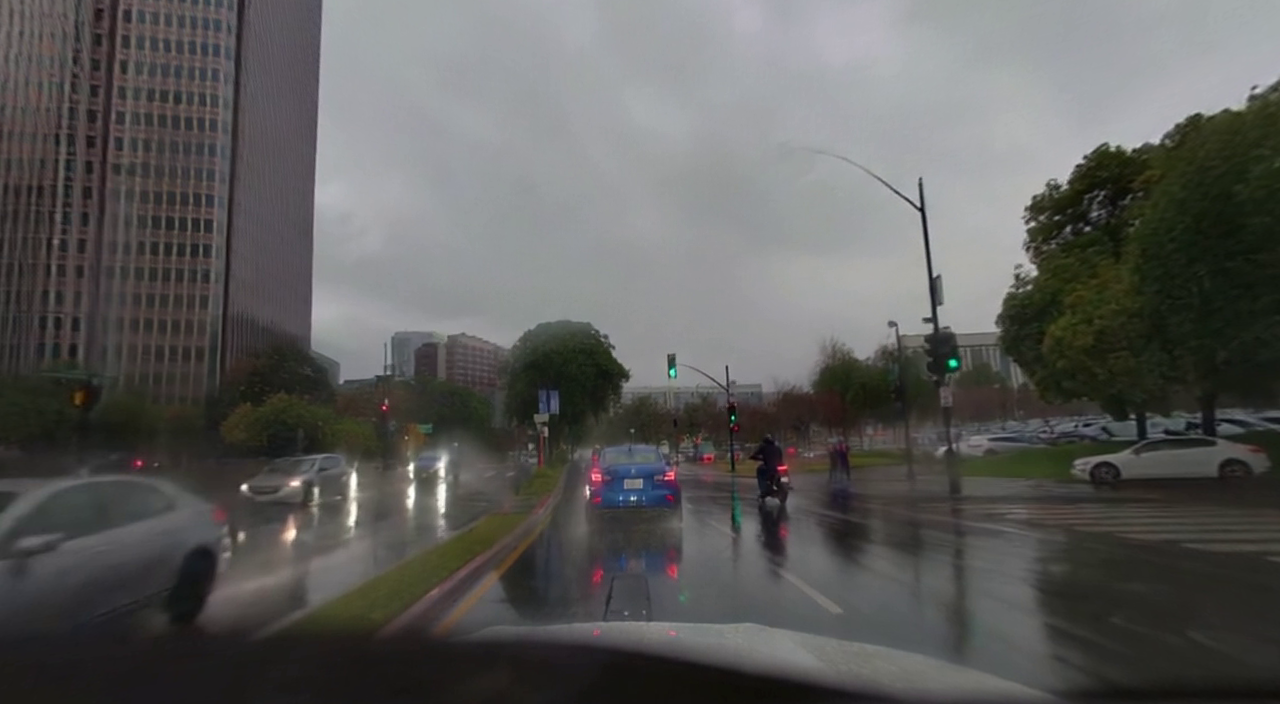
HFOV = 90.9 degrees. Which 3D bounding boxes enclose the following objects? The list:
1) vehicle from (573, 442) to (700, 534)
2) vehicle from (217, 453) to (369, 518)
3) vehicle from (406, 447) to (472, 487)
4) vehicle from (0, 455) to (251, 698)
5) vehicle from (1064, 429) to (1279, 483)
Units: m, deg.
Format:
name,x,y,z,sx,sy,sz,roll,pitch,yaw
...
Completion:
name,x,y,z,sx,sy,sz,roll,pitch,yaw
vehicle,-0.177,2.565,12.522,2.118,1.480,3.949,0,-9,-4
vehicle,-9.181,3.521,17.184,1.952,1.487,4.351,0,-9,-5
vehicle,-9.351,5.343,29.684,1.993,1.692,4.226,0,-9,-4
vehicle,-4.839,1.402,4.061,2.079,1.392,4.088,0,-9,-1
vehicle,16.108,3.166,19.293,5.007,1.479,1.866,-6,-10,31
